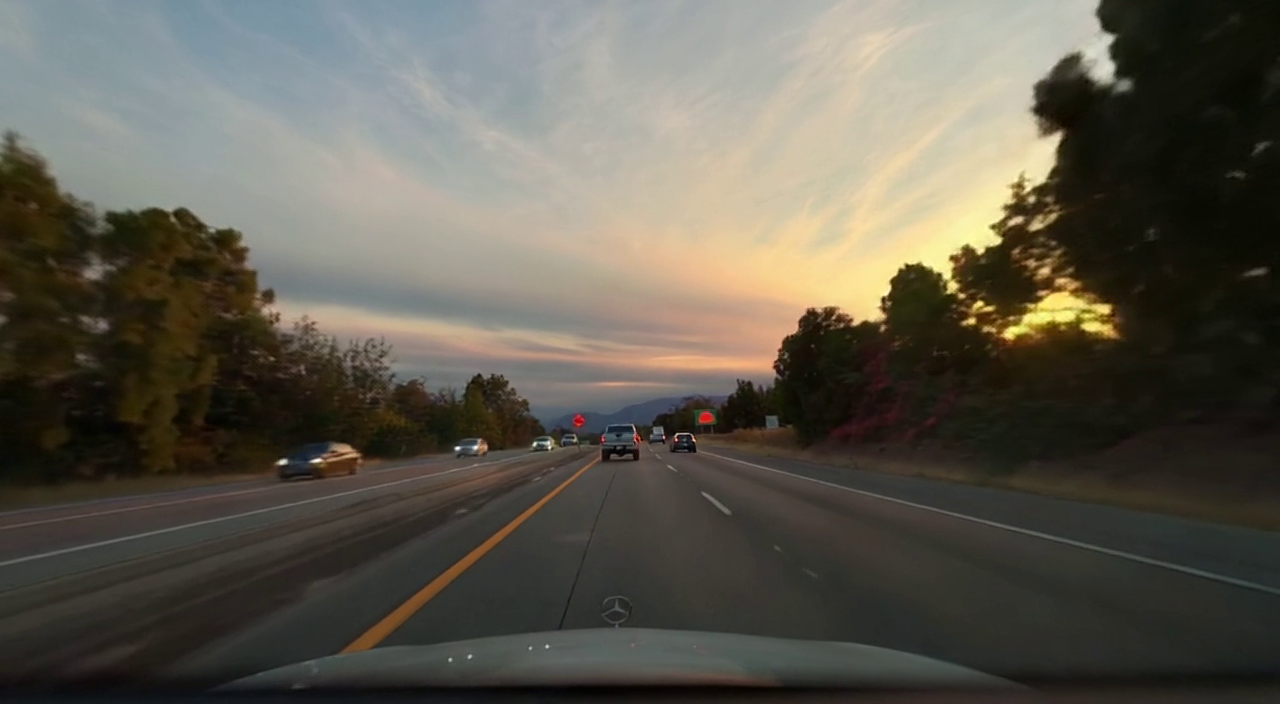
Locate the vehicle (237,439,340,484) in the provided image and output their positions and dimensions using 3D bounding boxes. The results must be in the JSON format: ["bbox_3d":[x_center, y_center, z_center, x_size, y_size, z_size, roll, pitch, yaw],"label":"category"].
[{"bbox_3d":[-14.140,4.389,25.618,1.878,1.649,3.987,0,-8,0],"label":"vehicle"}]

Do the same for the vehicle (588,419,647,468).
[{"bbox_3d":[-1.011,4.186,29.003,2.503,2.044,4.633,0,-8,-1],"label":"vehicle"}]
